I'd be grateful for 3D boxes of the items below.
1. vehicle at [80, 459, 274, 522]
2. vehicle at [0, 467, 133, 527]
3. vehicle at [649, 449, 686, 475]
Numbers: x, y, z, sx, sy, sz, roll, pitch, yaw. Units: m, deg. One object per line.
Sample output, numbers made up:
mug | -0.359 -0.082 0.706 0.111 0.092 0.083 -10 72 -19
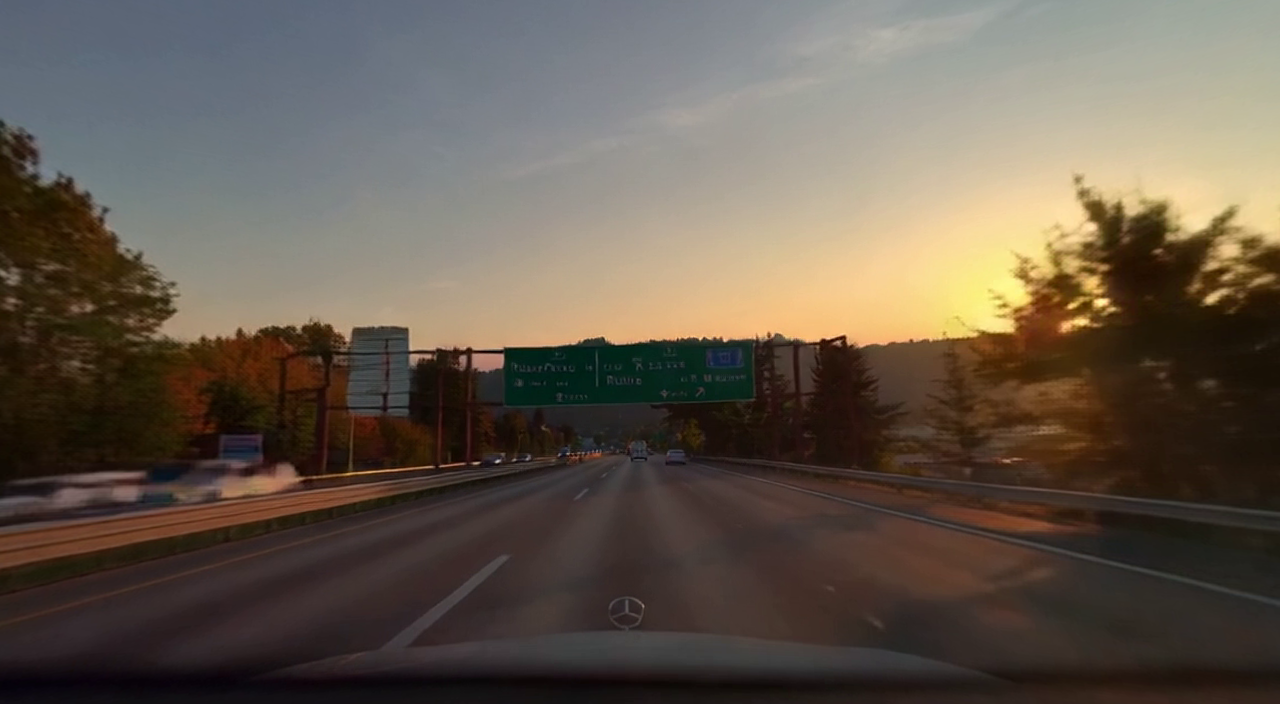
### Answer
vehicle | -12.826 3.827 17.954 2.100 1.447 4.656 0 -9 -2
vehicle | -18.213 4.293 19.075 1.965 1.483 4.594 0 -9 -1
vehicle | 1.591 6.516 37.558 2.036 1.457 3.471 0 -9 0
